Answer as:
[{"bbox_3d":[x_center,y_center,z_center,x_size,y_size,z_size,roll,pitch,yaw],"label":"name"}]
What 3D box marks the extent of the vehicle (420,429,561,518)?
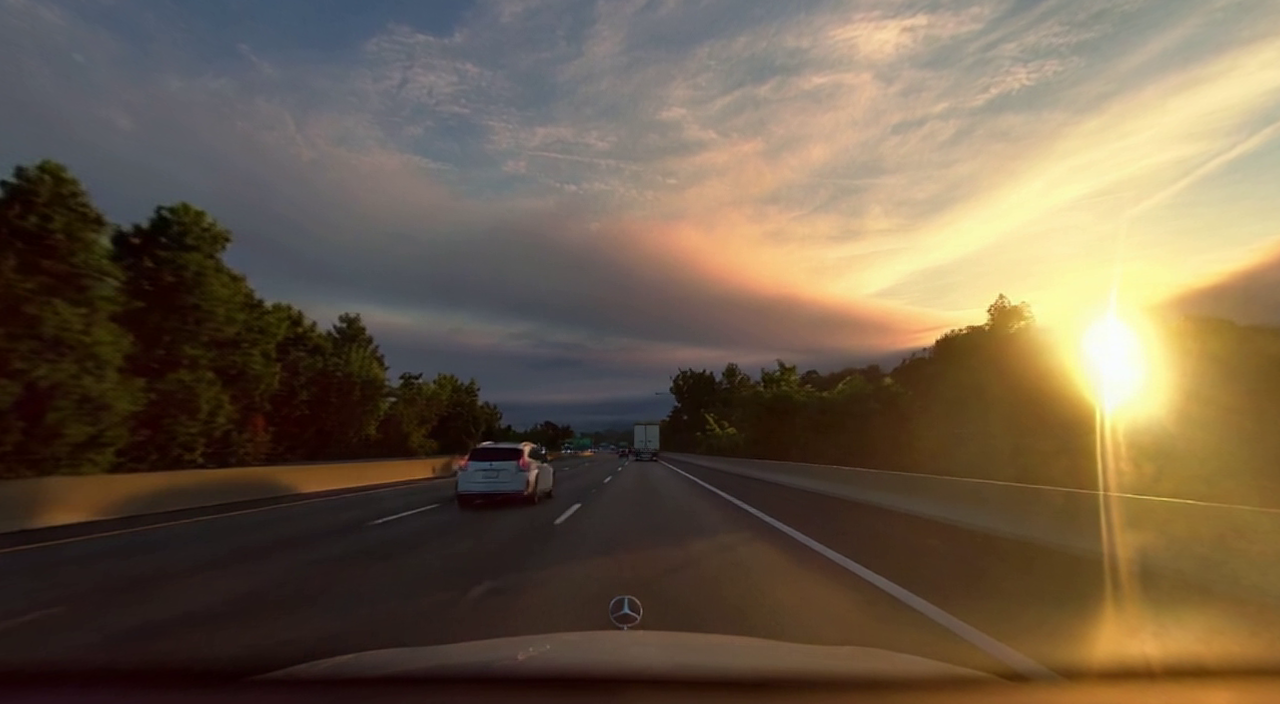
[{"bbox_3d":[-3.137,2.675,14.351,2.017,1.680,4.636,0,-9,0],"label":"vehicle"}]
